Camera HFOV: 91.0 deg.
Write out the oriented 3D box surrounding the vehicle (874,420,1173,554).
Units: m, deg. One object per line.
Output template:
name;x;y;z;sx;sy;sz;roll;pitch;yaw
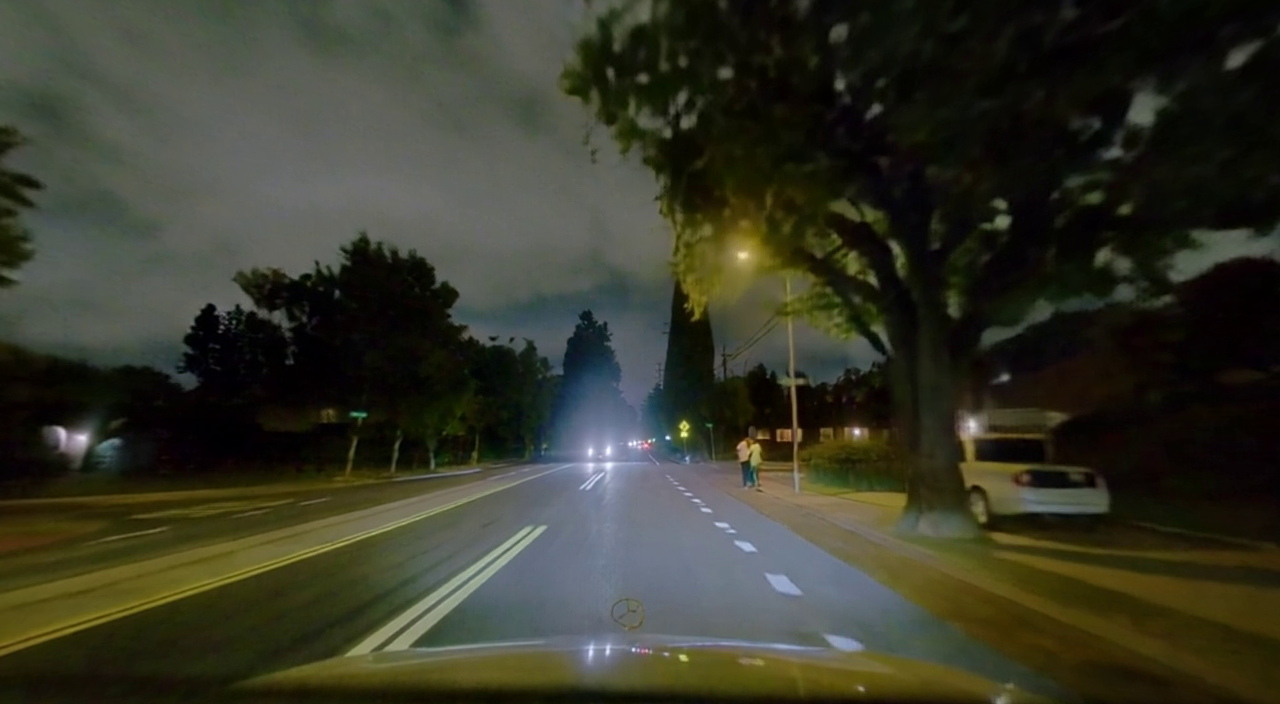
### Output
vehicle;5.863;2.112;10.556;2.096;1.713;4.606;0;-9;0
